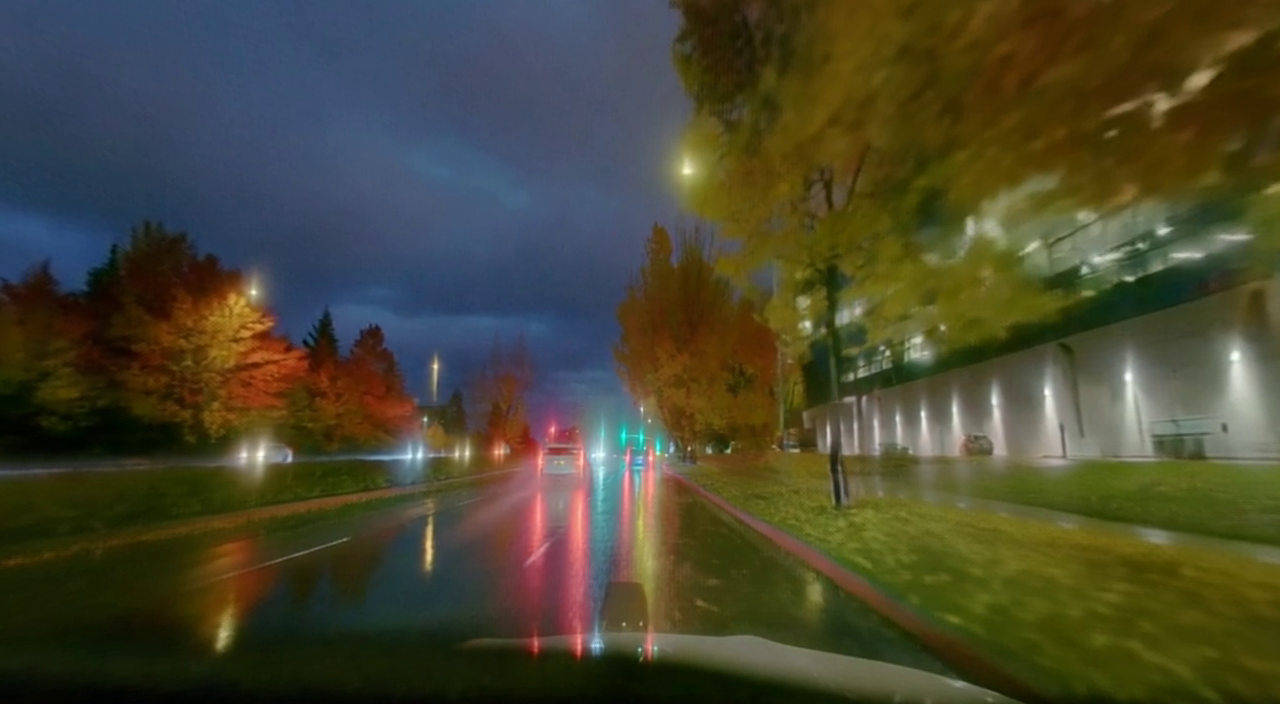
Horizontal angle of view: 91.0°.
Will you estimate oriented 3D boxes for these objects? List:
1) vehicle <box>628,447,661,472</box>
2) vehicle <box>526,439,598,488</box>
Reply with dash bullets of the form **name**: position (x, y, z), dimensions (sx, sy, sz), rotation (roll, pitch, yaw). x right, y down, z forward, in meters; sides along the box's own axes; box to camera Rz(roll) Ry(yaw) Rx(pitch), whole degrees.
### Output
- **vehicle**: position (0.256, 6.814, 40.153), dimensions (2.040, 1.493, 3.682), rotation (1, -8, -1)
- **vehicle**: position (-2.946, 4.304, 24.682), dimensions (2.197, 1.709, 4.069), rotation (0, -8, 2)
